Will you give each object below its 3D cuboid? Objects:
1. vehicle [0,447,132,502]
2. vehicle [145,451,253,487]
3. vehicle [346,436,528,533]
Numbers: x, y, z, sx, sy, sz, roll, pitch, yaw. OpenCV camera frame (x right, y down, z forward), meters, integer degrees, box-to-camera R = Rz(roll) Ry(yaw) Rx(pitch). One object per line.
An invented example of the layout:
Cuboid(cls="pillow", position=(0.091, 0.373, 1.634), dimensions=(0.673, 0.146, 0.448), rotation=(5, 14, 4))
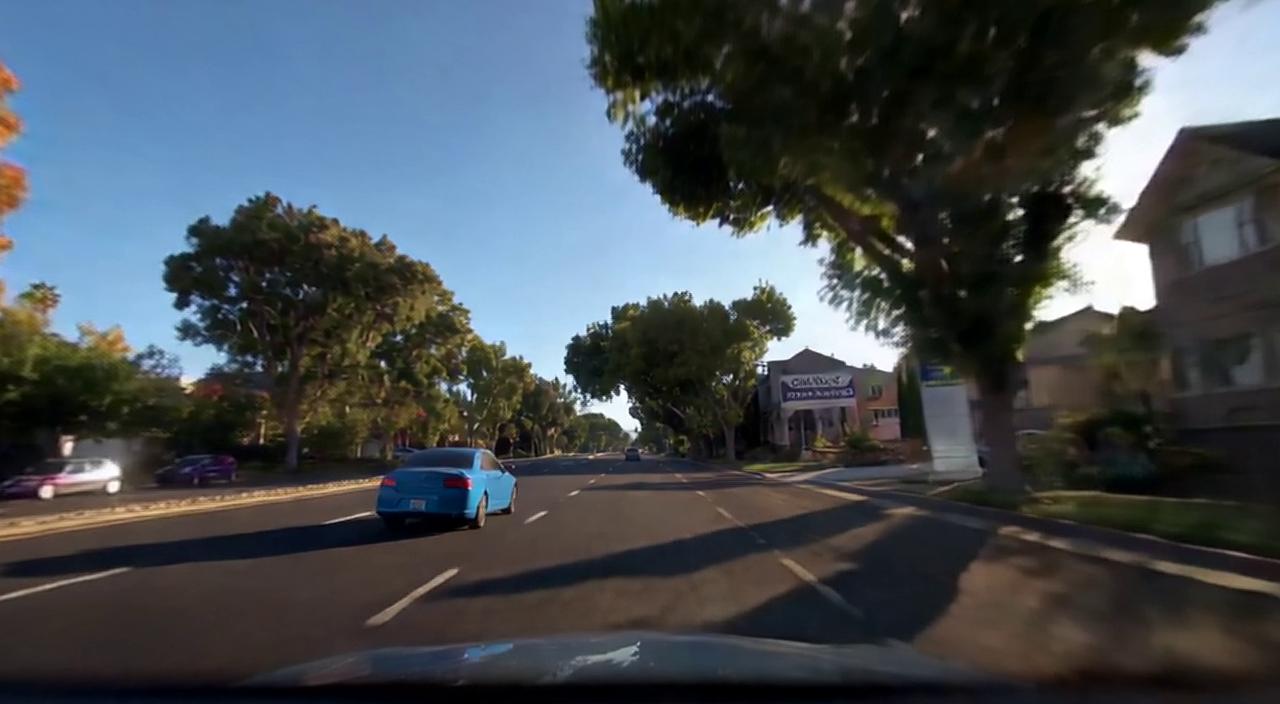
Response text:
Cuboid(cls="vehicle", position=(-22.823, 4.676, 24.686), dimensions=(1.986, 1.897, 4.636), rotation=(0, -8, 0))
Cuboid(cls="vehicle", position=(-22.773, 6.019, 32.906), dimensions=(2.031, 1.699, 5.011), rotation=(0, -8, -1))
Cuboid(cls="vehicle", position=(-3.491, 2.353, 11.839), dimensions=(2.005, 1.477, 4.169), rotation=(0, -8, 0))
